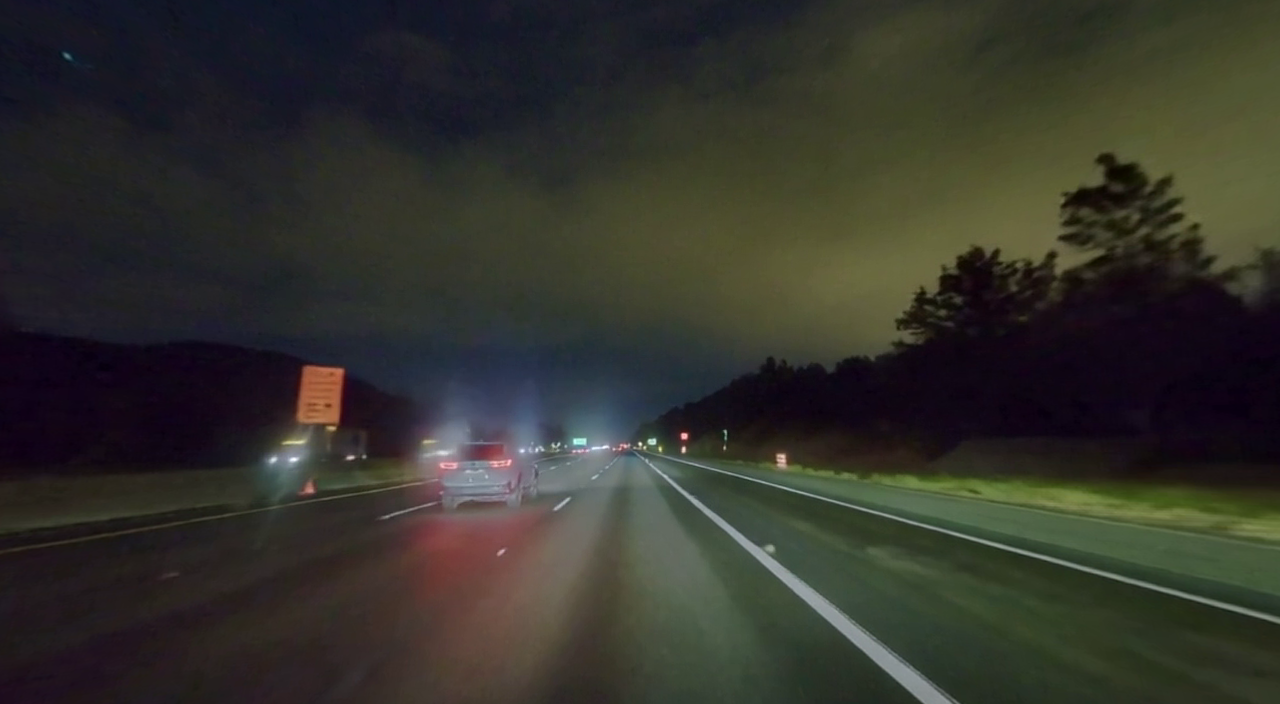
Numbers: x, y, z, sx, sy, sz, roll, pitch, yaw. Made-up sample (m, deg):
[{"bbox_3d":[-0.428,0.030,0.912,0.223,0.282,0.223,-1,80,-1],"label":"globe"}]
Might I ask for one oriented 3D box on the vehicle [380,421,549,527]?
[{"bbox_3d":[-3.199,2.330,12.587,2.103,1.715,4.371,0,-9,0],"label":"vehicle"}]
